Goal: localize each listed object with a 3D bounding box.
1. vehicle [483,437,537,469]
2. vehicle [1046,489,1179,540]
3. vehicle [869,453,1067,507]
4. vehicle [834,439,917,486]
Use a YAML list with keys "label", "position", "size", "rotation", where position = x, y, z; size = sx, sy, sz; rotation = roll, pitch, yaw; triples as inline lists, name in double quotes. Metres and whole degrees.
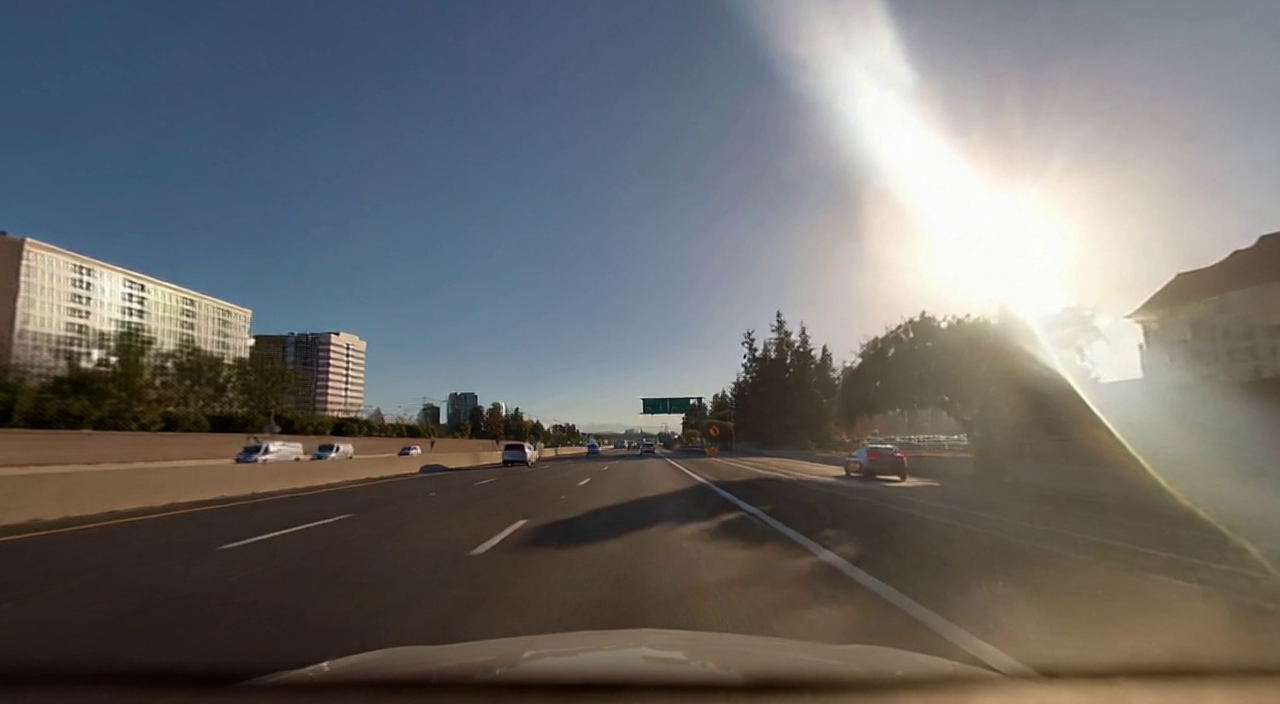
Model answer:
- label: "vehicle"
  position: [-7.321, 5.699, 35.913]
  size: [2.088, 1.678, 4.426]
  rotation: [0, -8, 1]
- label: "vehicle"
  position: [19.833, 6.802, 26.737]
  size: [1.875, 1.610, 4.265]
  rotation: [1, -8, -10]
- label: "vehicle"
  position: [19.407, 7.697, 39.605]
  size: [3.122, 2.437, 15.553]
  rotation: [0, -8, -5]
- label: "vehicle"
  position: [18.293, 8.588, 49.610]
  size: [3.007, 3.318, 7.486]
  rotation: [1, -8, -5]
